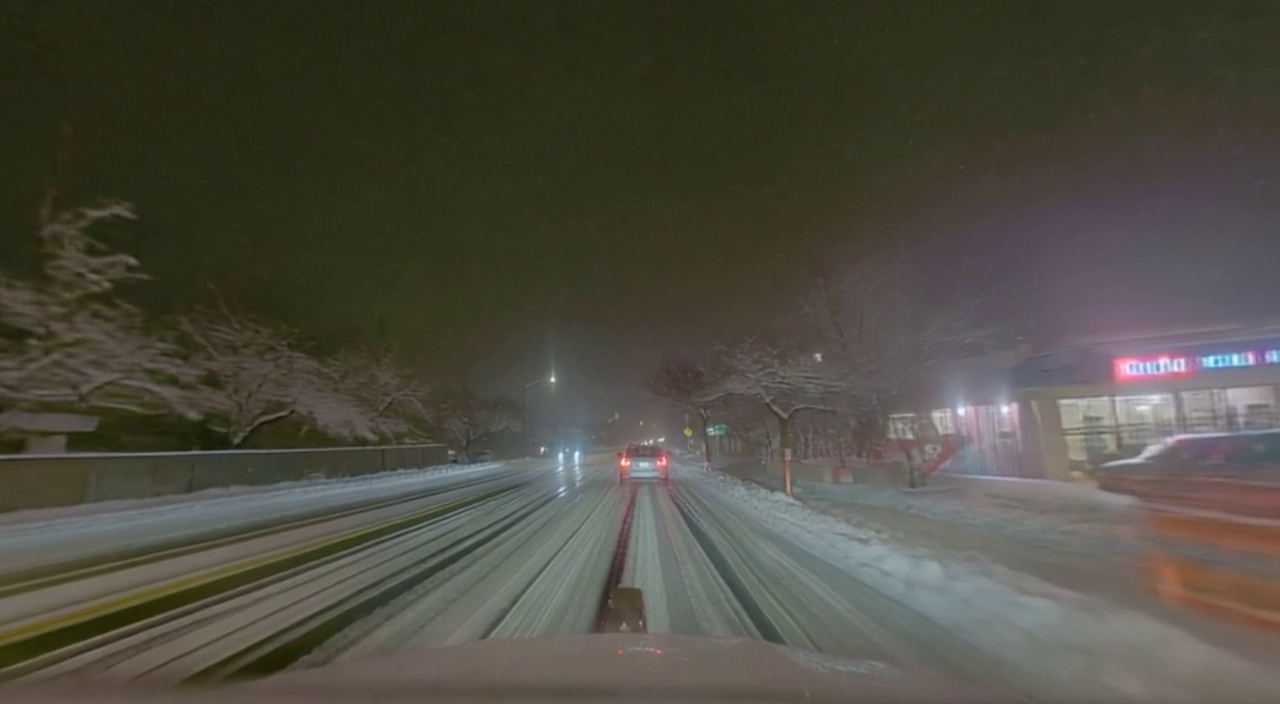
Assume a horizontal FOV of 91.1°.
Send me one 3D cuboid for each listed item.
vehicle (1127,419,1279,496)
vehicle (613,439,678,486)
[{"bbox_3d":[14.014,2.394,14.612,1.841,1.563,4.335,-1,-8,0],"label":"vehicle"},{"bbox_3d":[0.168,3.952,22.759,2.144,1.514,4.063,-1,-8,0],"label":"vehicle"}]
